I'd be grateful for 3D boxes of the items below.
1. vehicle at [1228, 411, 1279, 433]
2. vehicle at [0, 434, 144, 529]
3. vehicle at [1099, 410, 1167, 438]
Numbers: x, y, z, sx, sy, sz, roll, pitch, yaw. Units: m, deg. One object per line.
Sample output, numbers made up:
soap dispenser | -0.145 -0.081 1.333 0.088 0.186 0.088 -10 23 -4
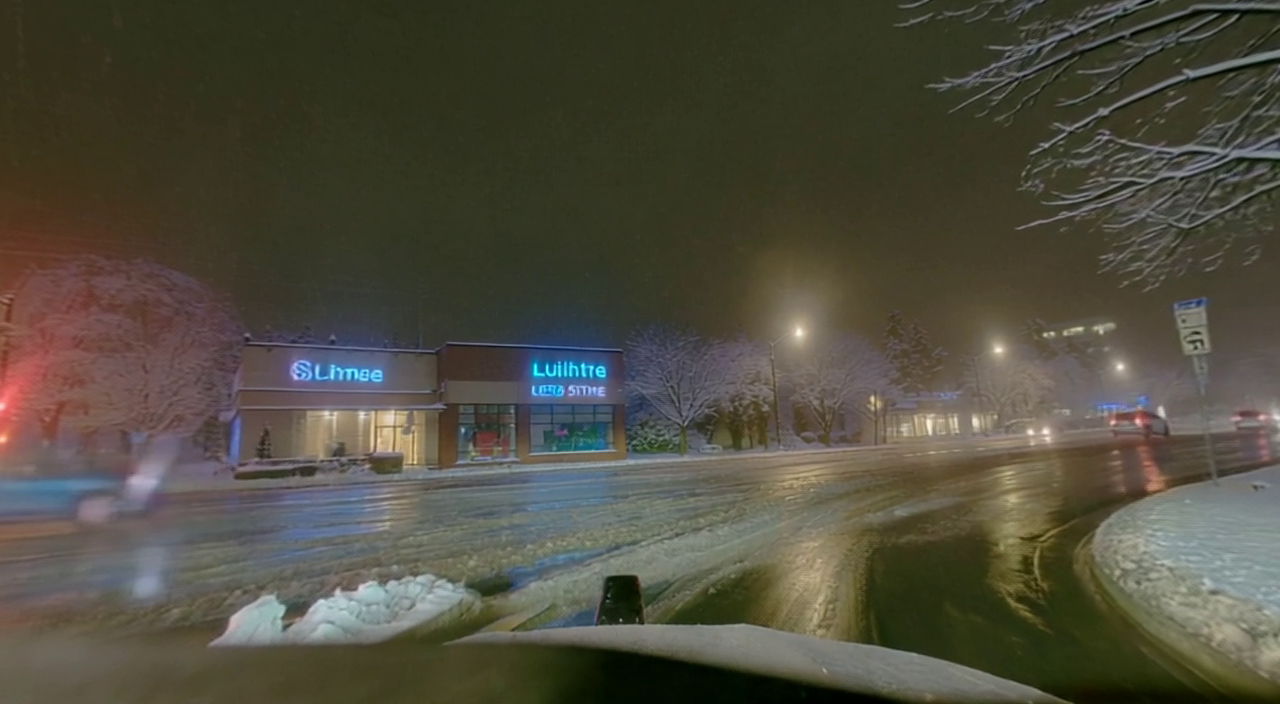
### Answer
vehicle | 48.493 5.556 49.922 4.377 1.624 1.953 6 -11 -35
vehicle | -11.075 2.096 10.353 4.442 1.458 1.902 6 -11 -35
vehicle | 33.359 4.907 42.704 4.689 1.758 2.146 6 -10 -35
